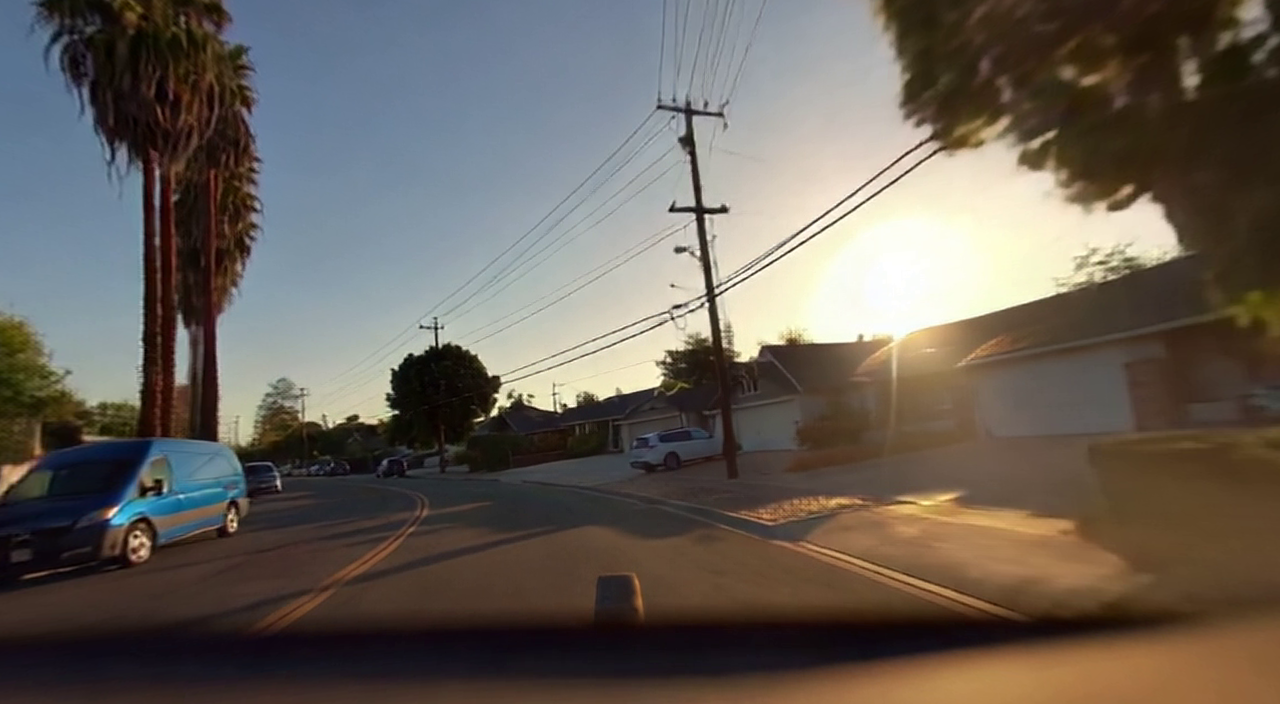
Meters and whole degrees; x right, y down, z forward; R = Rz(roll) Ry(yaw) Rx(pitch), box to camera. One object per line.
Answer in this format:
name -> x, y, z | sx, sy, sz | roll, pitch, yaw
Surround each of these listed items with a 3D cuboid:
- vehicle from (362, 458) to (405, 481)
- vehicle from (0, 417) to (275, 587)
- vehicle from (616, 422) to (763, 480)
vehicle -> -18.753, 8.547, 46.157 | 1.870, 1.490, 3.802 | 6, -10, -38
vehicle -> -9.001, 2.526, 11.346 | 2.552, 2.134, 6.076 | -2, -9, -14
vehicle -> 1.910, 3.770, 24.443 | 5.102, 2.040, 2.472 | 3, -9, -26
